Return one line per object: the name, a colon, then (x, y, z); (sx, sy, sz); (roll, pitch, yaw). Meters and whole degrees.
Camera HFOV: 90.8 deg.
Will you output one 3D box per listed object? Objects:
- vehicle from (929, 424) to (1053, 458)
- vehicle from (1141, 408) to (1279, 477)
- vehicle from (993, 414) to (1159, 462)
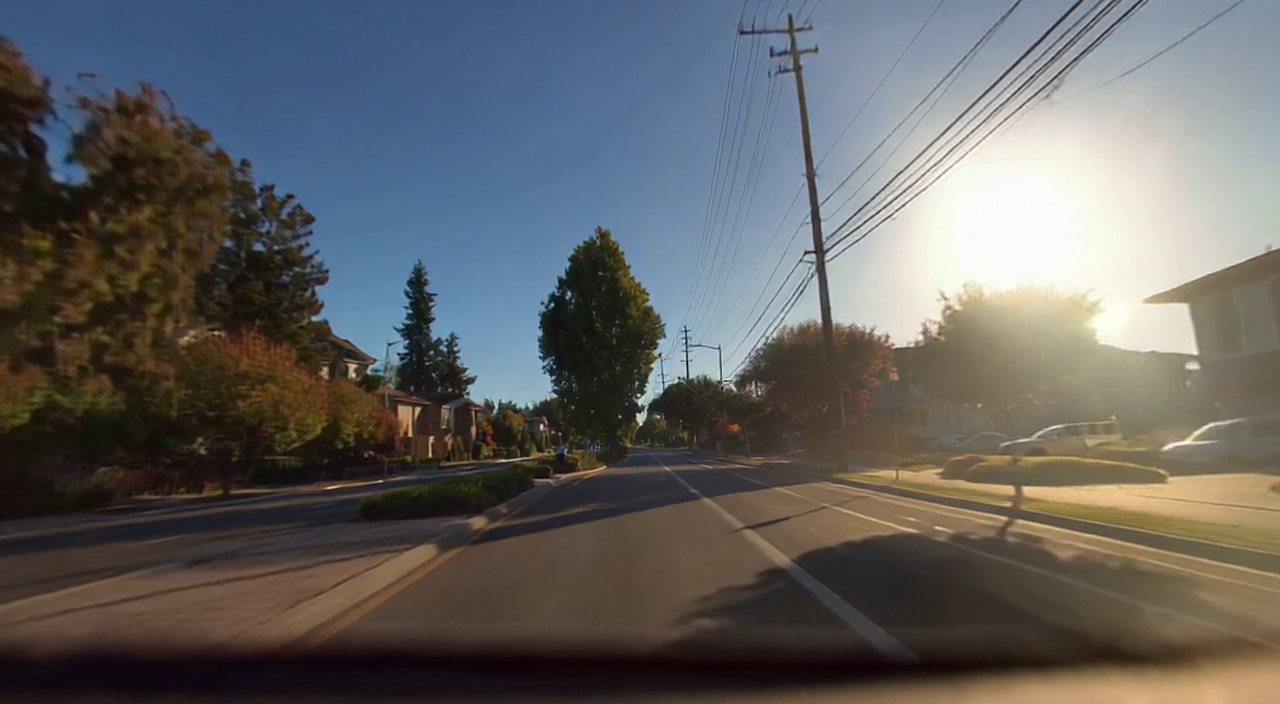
vehicle: (16.605, 4.230, 30.065); (4.681, 1.541, 2.049); (0, -8, -3)
vehicle: (16.698, 2.431, 17.032); (4.560, 1.725, 2.096); (0, -8, -2)
vehicle: (16.820, 3.350, 24.572); (4.833, 1.786, 2.136); (0, -8, -1)
